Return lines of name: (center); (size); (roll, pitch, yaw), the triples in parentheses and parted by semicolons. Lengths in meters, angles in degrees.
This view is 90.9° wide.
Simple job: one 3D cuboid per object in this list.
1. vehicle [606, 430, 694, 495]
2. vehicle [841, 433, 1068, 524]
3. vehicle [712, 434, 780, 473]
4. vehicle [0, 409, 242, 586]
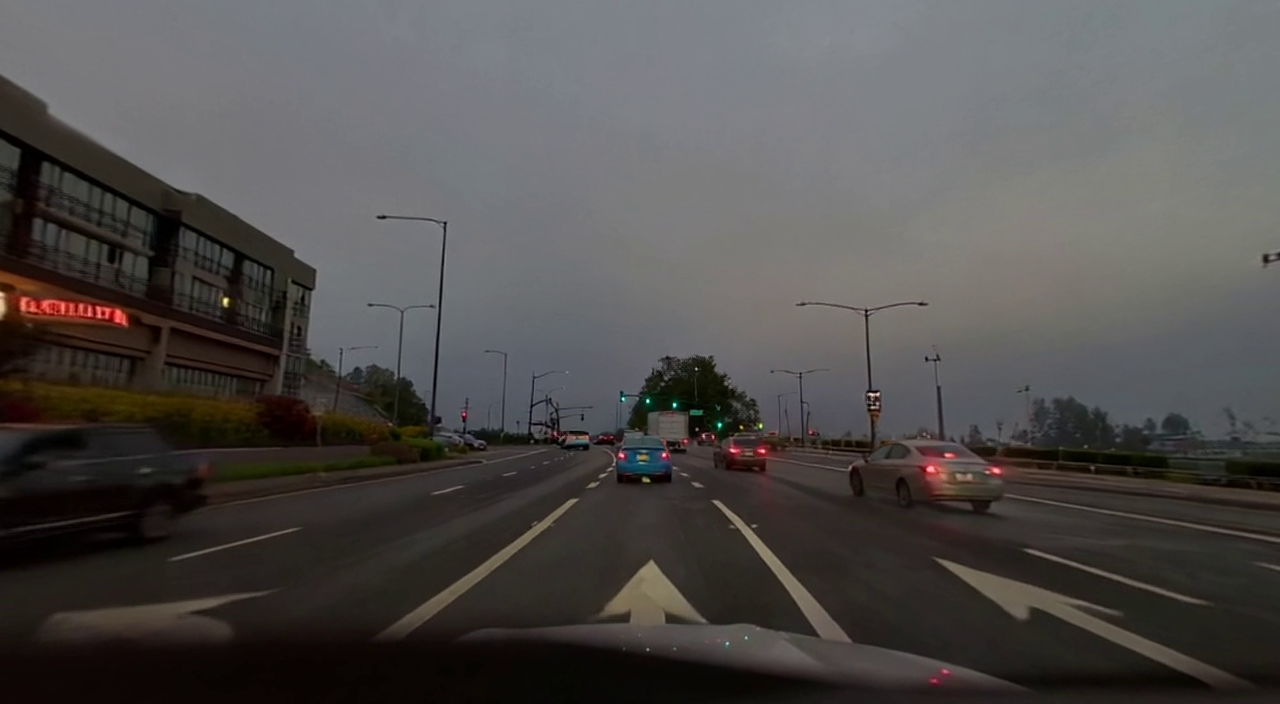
vehicle: (0.233, 2.750, 16.122); (1.991, 1.472, 3.518); (0, -8, 0)
vehicle: (5.822, 2.365, 12.558); (2.081, 1.434, 4.833); (0, -8, 1)
vehicle: (4.258, 4.118, 25.939); (1.889, 1.480, 3.876); (1, -8, -4)
vehicle: (-6.426, 1.352, 6.188); (1.980, 1.499, 4.417); (0, -8, 3)
